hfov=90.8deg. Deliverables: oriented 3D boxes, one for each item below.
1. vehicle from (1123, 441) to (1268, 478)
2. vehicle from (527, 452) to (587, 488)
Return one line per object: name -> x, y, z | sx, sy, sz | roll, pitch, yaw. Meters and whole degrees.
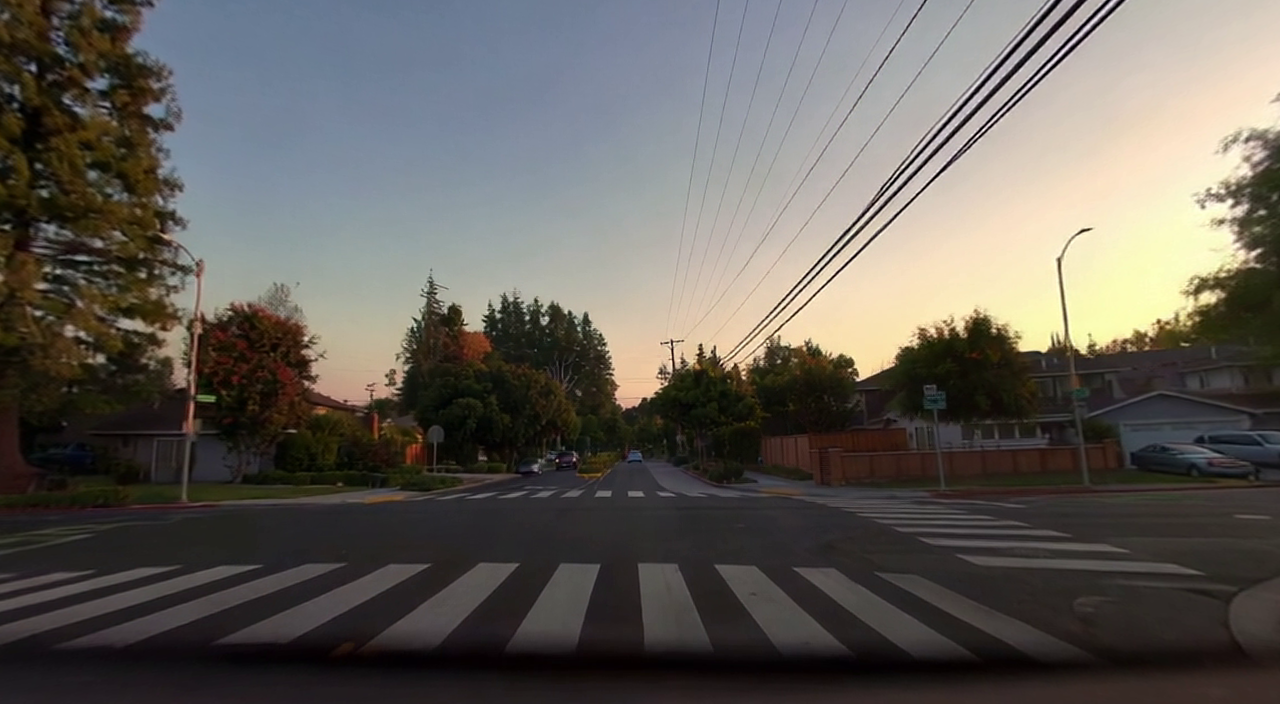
vehicle -> 23.397, 4.535, 26.911 | 1.841, 1.448, 4.688 | 0, -9, -1
vehicle -> -3.645, 5.250, 28.441 | 2.102, 1.463, 4.024 | 0, -9, 1
